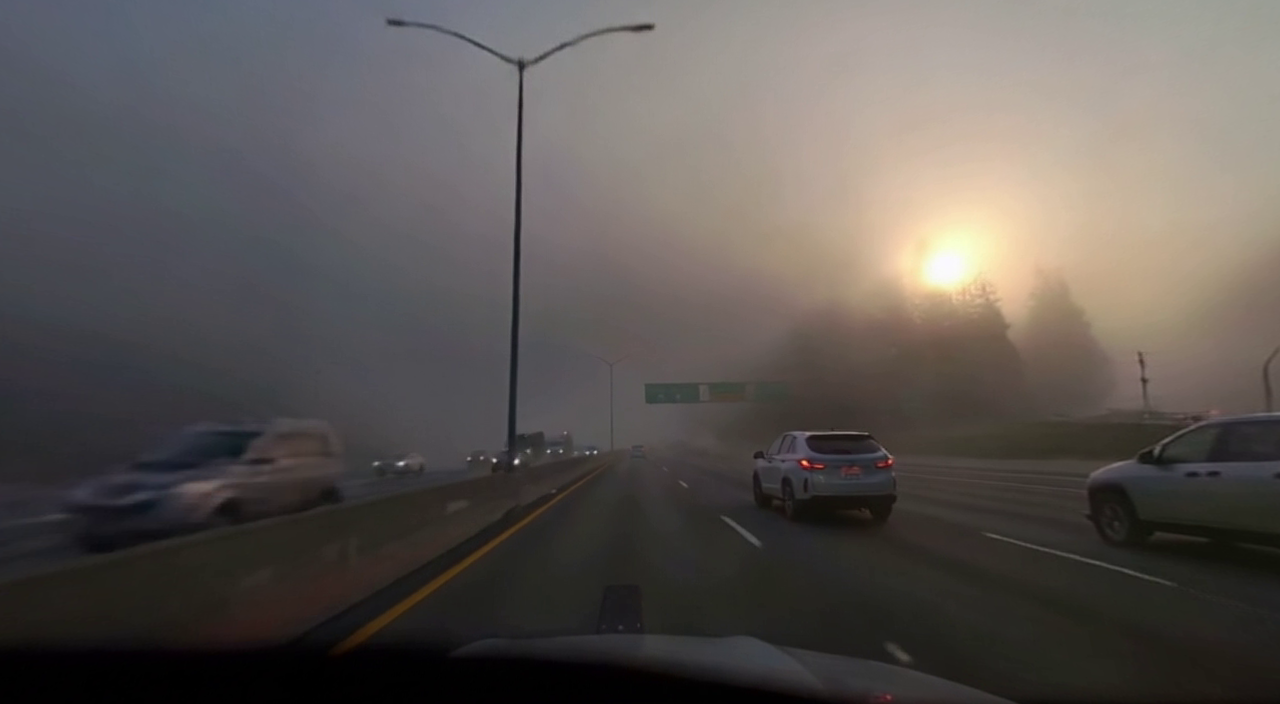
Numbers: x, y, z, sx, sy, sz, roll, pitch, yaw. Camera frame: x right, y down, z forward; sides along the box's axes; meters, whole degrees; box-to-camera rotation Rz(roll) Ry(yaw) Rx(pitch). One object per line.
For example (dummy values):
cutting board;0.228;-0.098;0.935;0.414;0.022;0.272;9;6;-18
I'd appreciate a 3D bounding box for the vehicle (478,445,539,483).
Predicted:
vehicle;-5.725;4.919;27.943;1.888;1.532;3.906;0;-9;0

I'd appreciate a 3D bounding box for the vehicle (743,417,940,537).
vehicle;3.254;2.120;11.307;2.059;1.711;4.302;0;-9;0

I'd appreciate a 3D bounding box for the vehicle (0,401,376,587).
vehicle;-5.632;1.762;8.667;2.048;1.838;4.587;0;-9;-1

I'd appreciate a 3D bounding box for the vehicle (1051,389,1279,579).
vehicle;7.146;1.375;6.784;2.040;1.801;4.959;0;-9;-1
